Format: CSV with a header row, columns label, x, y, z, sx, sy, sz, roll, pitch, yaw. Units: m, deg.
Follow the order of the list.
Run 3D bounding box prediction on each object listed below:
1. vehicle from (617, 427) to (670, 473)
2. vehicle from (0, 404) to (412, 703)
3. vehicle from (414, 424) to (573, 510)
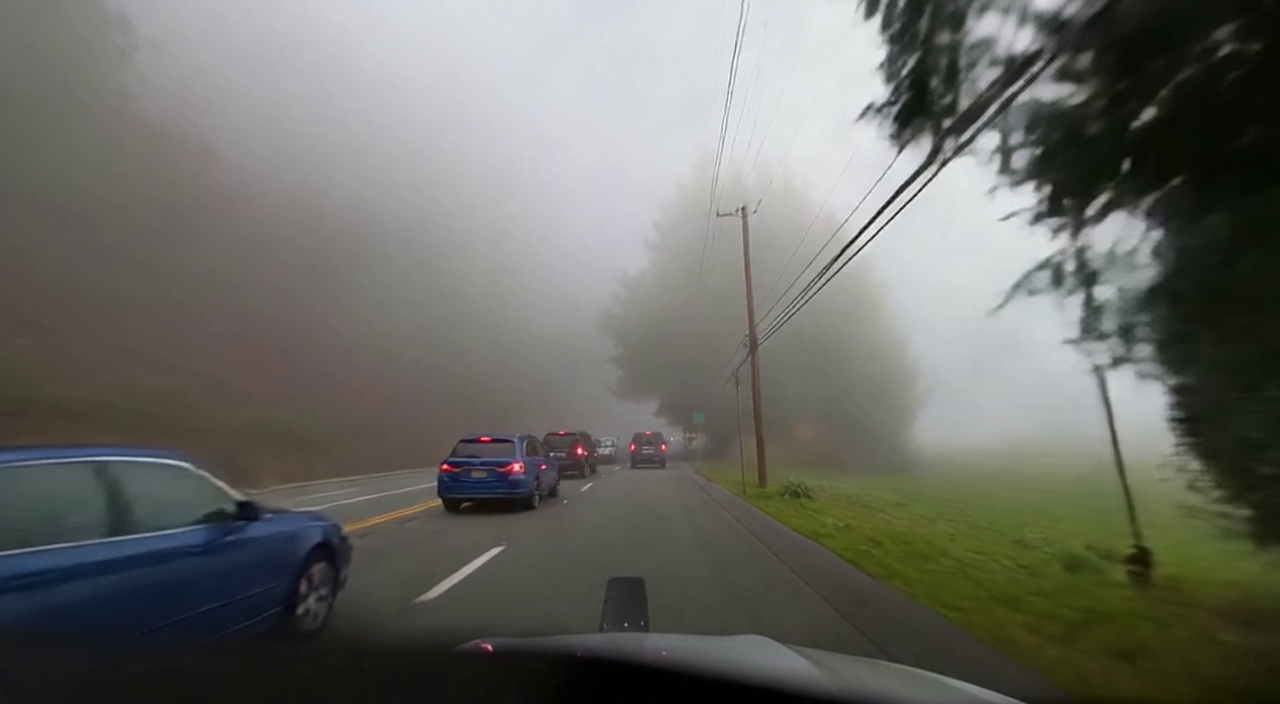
label,x,y,z,sx,sy,sz,roll,pitch,yaw
vehicle,0.239,4.402,28.517,2.241,1.912,4.095,0,-8,3
vehicle,-3.212,1.046,2.969,2.260,1.465,4.972,0,-8,2
vehicle,-2.959,2.462,14.028,2.180,1.546,4.755,0,-8,3
